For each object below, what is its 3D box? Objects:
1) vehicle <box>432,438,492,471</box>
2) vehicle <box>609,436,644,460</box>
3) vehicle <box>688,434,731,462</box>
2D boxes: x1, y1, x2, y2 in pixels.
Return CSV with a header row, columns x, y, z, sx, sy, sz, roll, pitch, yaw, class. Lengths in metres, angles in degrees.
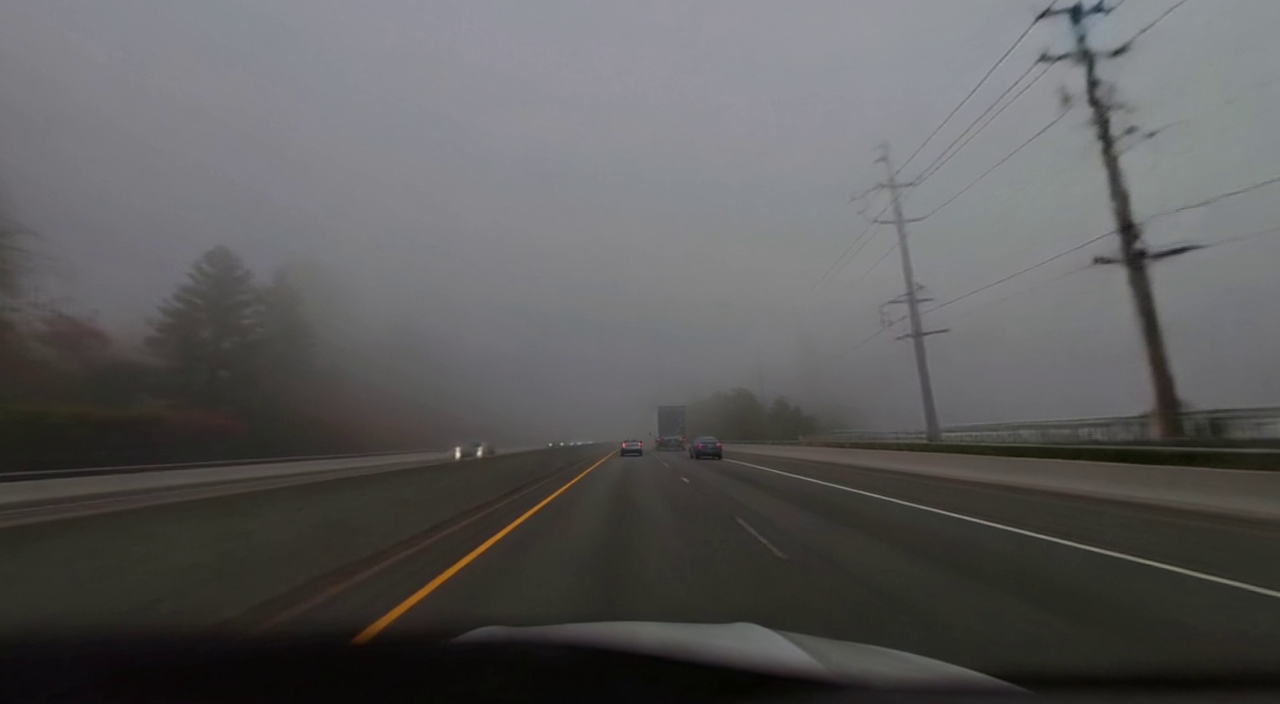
x,y,z,sx,sy,sz,roll,pitch,yaw,class
-9.563,5.511,34.283,2.031,1.646,4.303,0,-8,0,vehicle
-0.886,6.250,41.397,2.163,1.466,3.693,0,-8,-1,vehicle
4.041,5.631,37.294,1.930,1.573,3.853,0,-8,-2,vehicle
